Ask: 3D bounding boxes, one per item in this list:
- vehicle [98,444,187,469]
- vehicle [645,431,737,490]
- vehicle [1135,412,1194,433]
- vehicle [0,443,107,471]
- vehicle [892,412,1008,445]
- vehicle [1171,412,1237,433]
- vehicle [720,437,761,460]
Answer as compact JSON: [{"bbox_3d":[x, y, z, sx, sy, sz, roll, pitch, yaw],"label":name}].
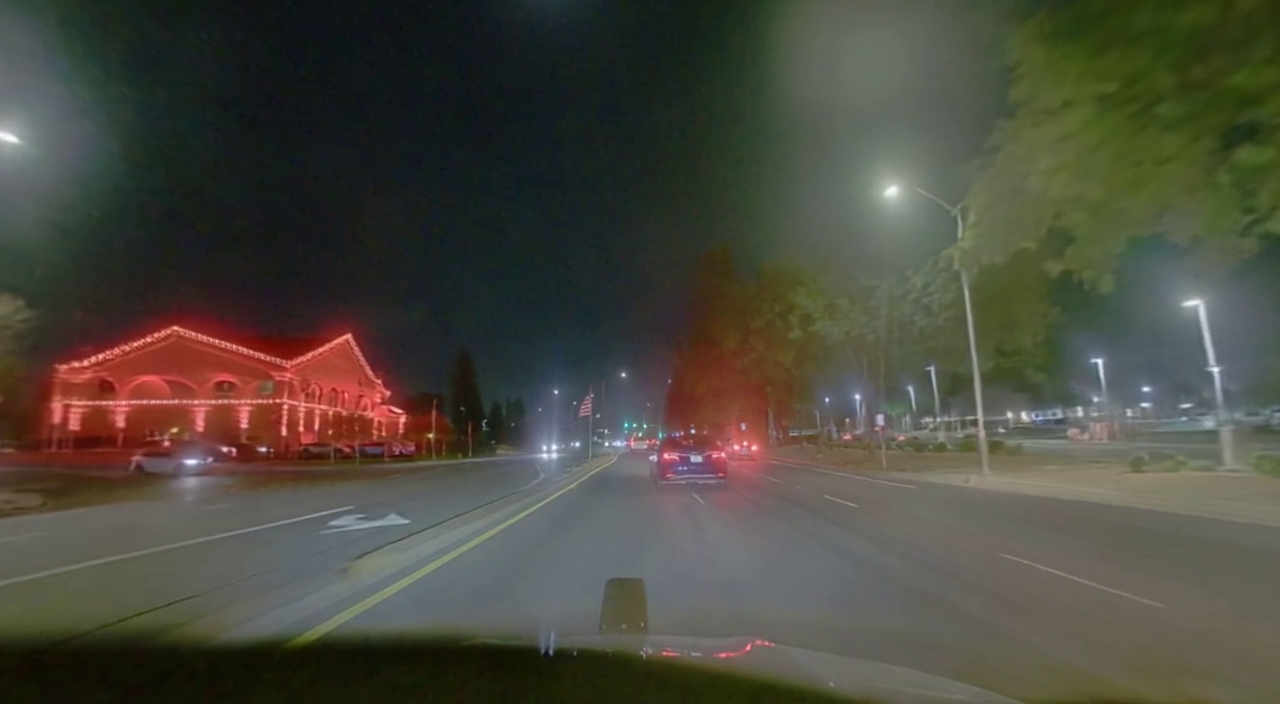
[{"bbox_3d":[-33.545,7.046,42.587,4.214,1.609,2.092,0,-8,-2],"label":"vehicle"},{"bbox_3d":[1.320,3.114,18.471,2.091,1.472,4.697,0,-8,-3],"label":"vehicle"},{"bbox_3d":[40.932,5.581,49.315,1.920,1.478,4.241,-2,-9,16],"label":"vehicle"},{"bbox_3d":[-39.439,7.052,42.427,5.172,1.747,2.002,0,-8,0],"label":"vehicle"},{"bbox_3d":[19.591,4.900,40.049,6.173,1.962,2.208,0,-9,0],"label":"vehicle"},{"bbox_3d":[43.410,5.497,48.647,1.910,1.454,4.183,-2,-9,13],"label":"vehicle"},{"bbox_3d":[6.844,6.655,43.445,2.016,1.479,4.532,0,-8,-1],"label":"vehicle"}]
